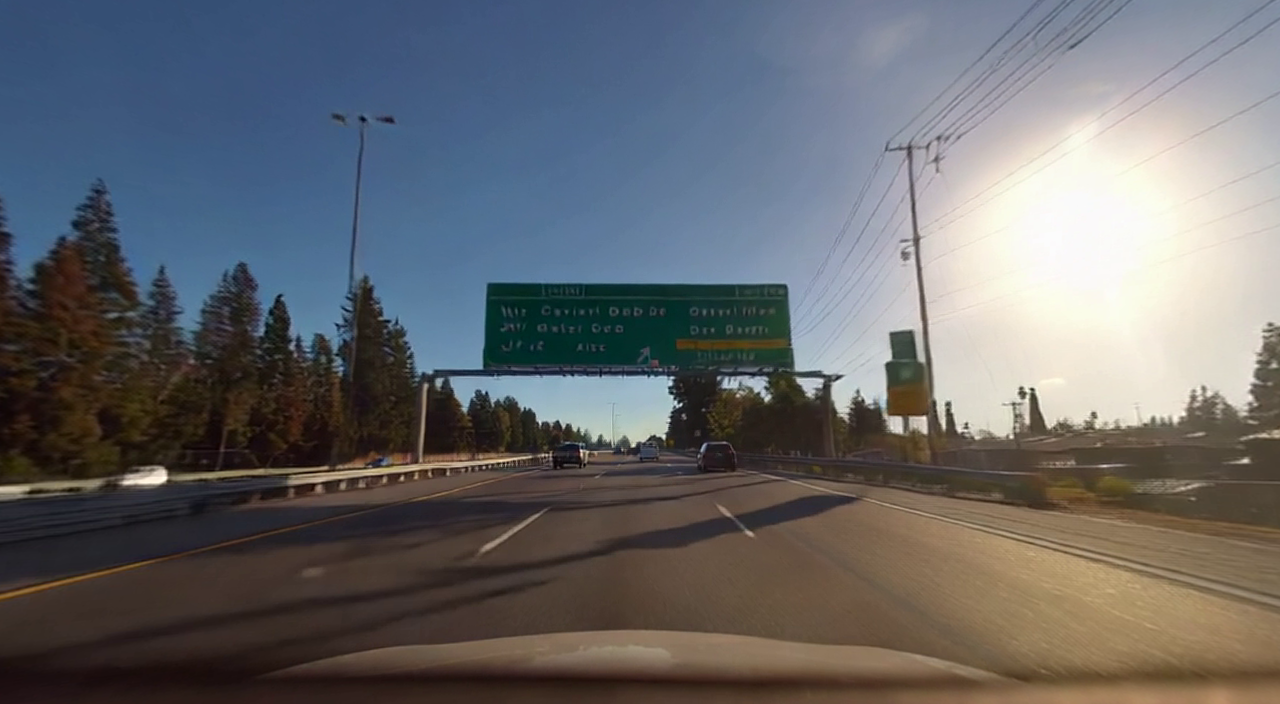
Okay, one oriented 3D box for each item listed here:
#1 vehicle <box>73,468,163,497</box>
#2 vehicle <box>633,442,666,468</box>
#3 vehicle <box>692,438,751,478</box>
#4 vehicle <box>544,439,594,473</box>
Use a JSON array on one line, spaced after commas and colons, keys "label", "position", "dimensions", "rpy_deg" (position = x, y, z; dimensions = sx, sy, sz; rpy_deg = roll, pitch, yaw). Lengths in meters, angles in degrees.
[{"label": "vehicle", "position": [-35.224, 8.805, 42.789], "dimensions": [1.944, 1.663, 4.832], "rpy_deg": [0, -8, 0]}, {"label": "vehicle", "position": [0.603, 6.777, 41.863], "dimensions": [2.049, 1.620, 4.153], "rpy_deg": [0, -8, 0]}, {"label": "vehicle", "position": [3.438, 4.540, 27.232], "dimensions": [1.996, 1.579, 3.841], "rpy_deg": [0, -8, -1]}, {"label": "vehicle", "position": [-3.932, 5.831, 35.751], "dimensions": [2.217, 1.773, 4.553], "rpy_deg": [0, -8, 1]}]
